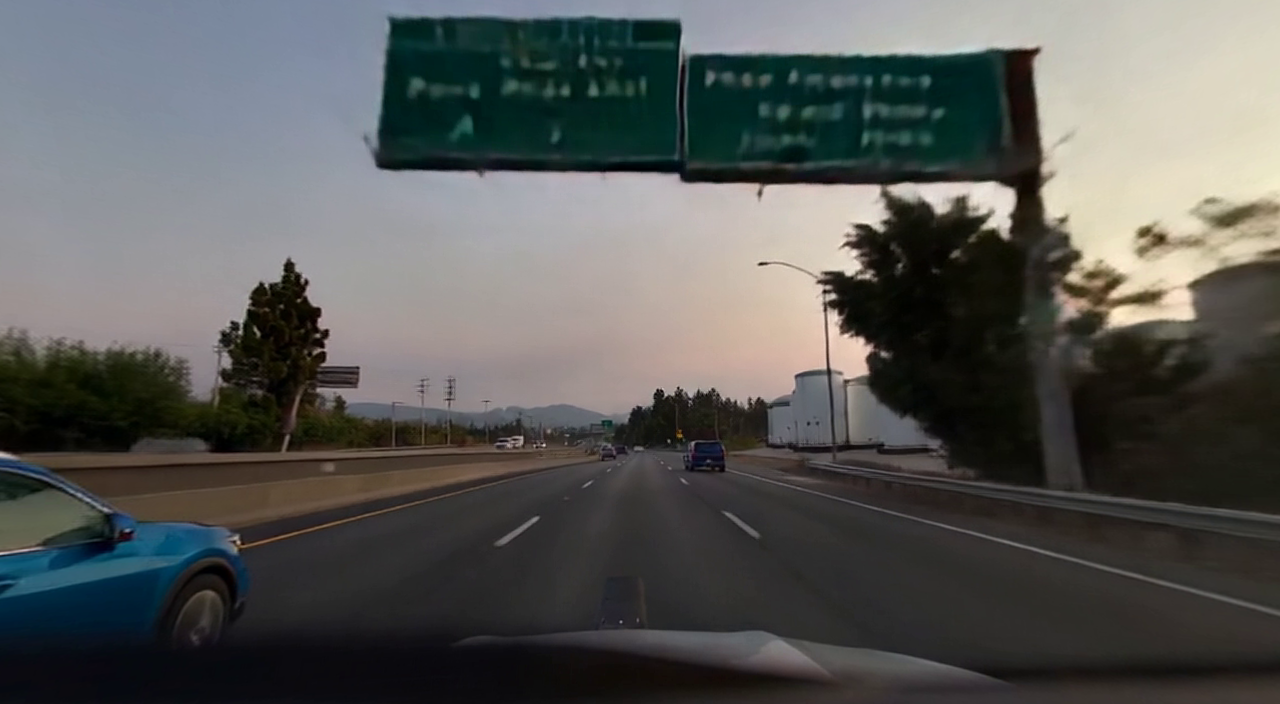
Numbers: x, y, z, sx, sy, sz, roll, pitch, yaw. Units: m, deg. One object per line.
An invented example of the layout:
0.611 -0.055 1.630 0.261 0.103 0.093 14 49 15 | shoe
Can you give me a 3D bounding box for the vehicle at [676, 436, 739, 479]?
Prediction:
3.007 4.847 29.269 2.296 1.790 5.067 0 -9 -1 | vehicle
